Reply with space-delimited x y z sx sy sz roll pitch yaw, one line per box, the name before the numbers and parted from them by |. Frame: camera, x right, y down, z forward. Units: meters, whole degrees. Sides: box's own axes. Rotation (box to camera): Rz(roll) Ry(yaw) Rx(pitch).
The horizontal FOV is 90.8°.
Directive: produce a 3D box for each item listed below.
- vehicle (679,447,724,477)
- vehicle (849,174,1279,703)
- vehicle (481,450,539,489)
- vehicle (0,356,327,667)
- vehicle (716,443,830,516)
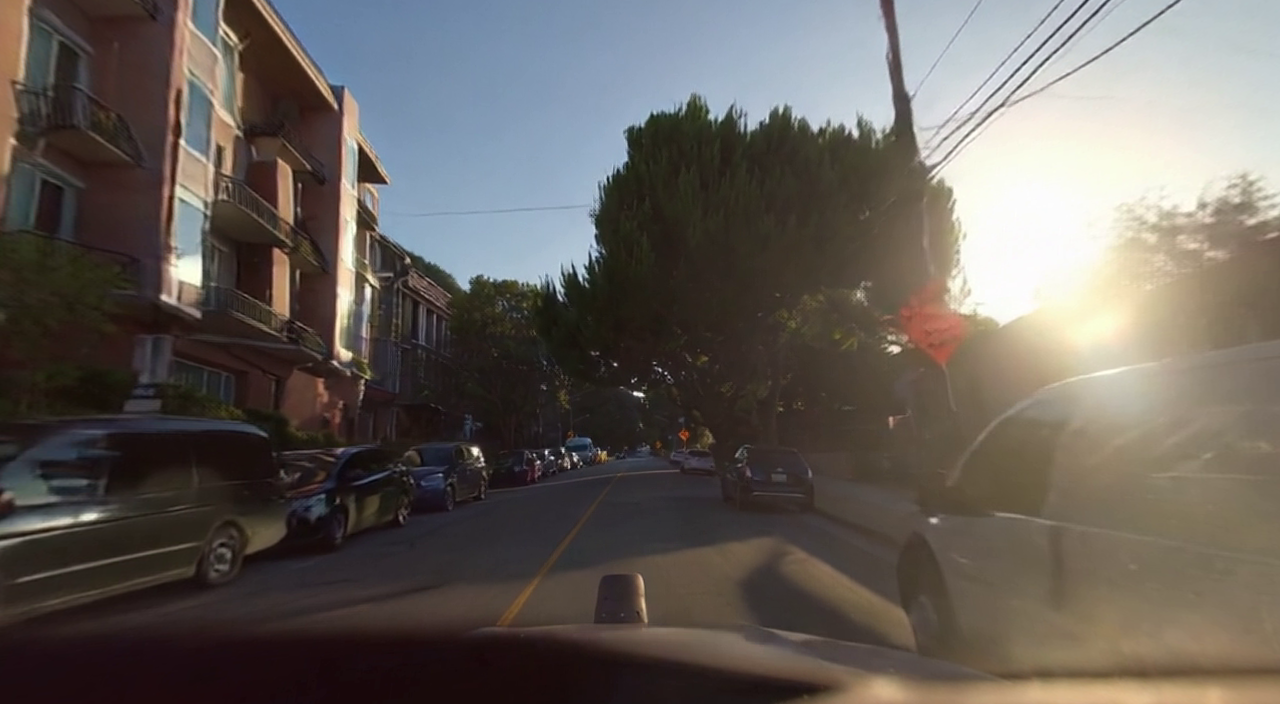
vehicle | 3.161 5.761 33.387 1.835 1.490 4.134 0 -8 -2
vehicle | 2.798 0.599 2.140 2.259 2.119 5.281 -1 -2 -2
vehicle | -5.341 4.851 26.363 1.722 1.491 3.431 0 -8 0
vehicle | -5.426 1.364 5.874 2.196 2.059 5.748 -2 -9 -1
vehicle | 3.034 2.967 15.288 1.903 1.512 3.900 0 -8 0
